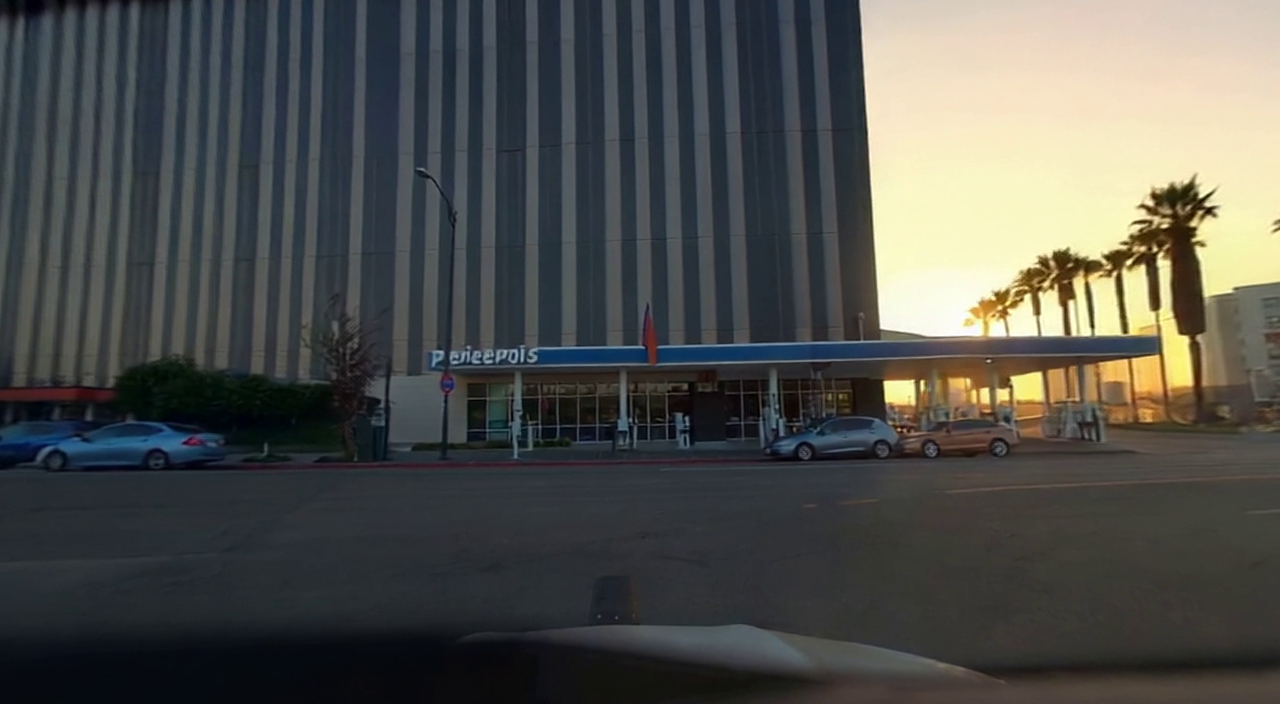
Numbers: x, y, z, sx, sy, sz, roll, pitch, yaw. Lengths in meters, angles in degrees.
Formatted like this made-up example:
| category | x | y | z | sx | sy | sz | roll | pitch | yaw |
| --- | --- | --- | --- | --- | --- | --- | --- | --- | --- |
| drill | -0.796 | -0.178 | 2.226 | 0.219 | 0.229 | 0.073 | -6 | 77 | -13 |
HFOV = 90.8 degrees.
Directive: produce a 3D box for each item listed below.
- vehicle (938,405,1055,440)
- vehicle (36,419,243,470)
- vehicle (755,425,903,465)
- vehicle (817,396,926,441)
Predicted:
| category | x | y | z | sx | sy | sz | roll | pitch | yaw |
| --- | --- | --- | --- | --- | --- | --- | --- | --- | --- |
| vehicle | 25.117 | 4.981 | 44.663 | 7.026 | 2.329 | 2.545 | 2 | -6 | -8 |
| vehicle | -15.609 | 2.916 | 19.914 | 4.857 | 1.497 | 1.811 | 1 | -8 | -3 |
| vehicle | 6.776 | 3.362 | 22.874 | 4.782 | 1.371 | 1.763 | 1 | -8 | -9 |
| vehicle | 13.529 | 3.927 | 37.110 | 5.524 | 2.504 | 2.196 | 1 | -7 | -7 |
